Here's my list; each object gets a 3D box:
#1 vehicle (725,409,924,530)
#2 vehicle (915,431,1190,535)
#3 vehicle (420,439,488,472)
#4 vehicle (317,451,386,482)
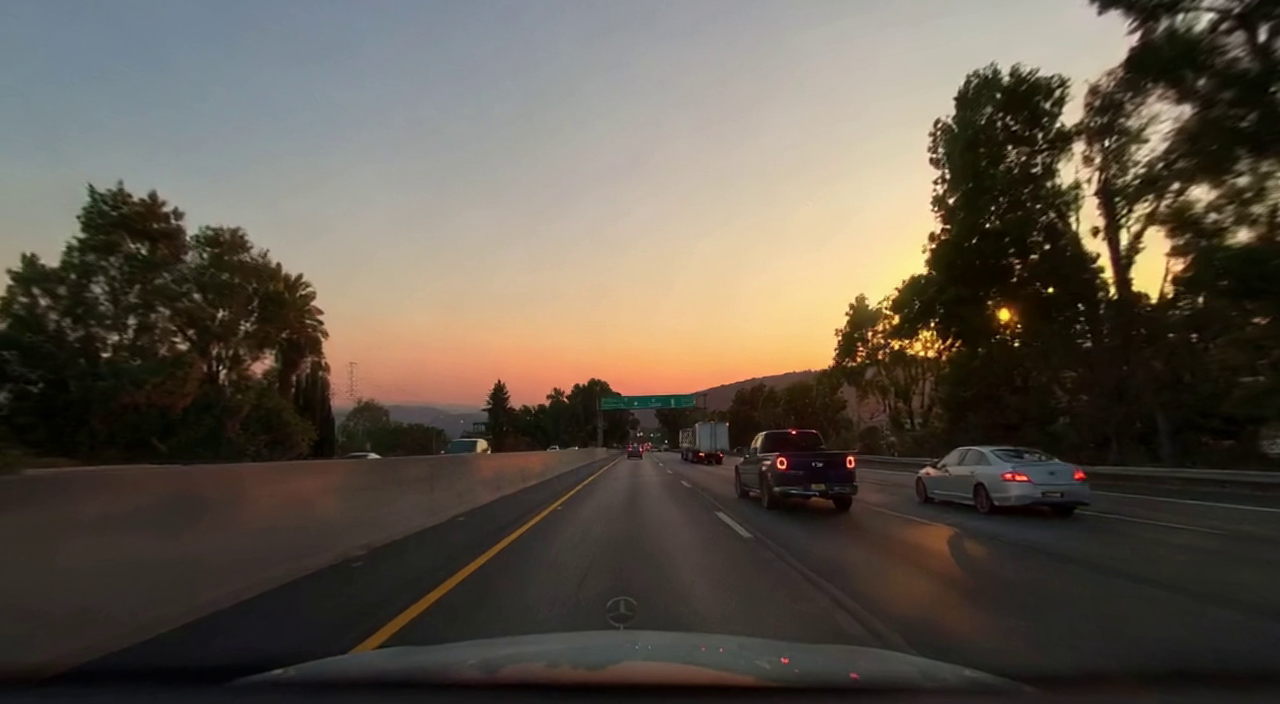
[{"bbox_3d":[3.145,2.149,12.132,2.258,1.824,4.908,0,-9,-1],"label":"vehicle"},{"bbox_3d":[6.765,2.170,11.065,2.009,1.456,4.097,0,-8,-1],"label":"vehicle"},{"bbox_3d":[-10.673,5.982,36.702,2.215,1.741,5.533,0,-9,1],"label":"vehicle"},{"bbox_3d":[-14.872,5.888,32.818,1.792,1.457,4.001,1,-8,-1],"label":"vehicle"}]
